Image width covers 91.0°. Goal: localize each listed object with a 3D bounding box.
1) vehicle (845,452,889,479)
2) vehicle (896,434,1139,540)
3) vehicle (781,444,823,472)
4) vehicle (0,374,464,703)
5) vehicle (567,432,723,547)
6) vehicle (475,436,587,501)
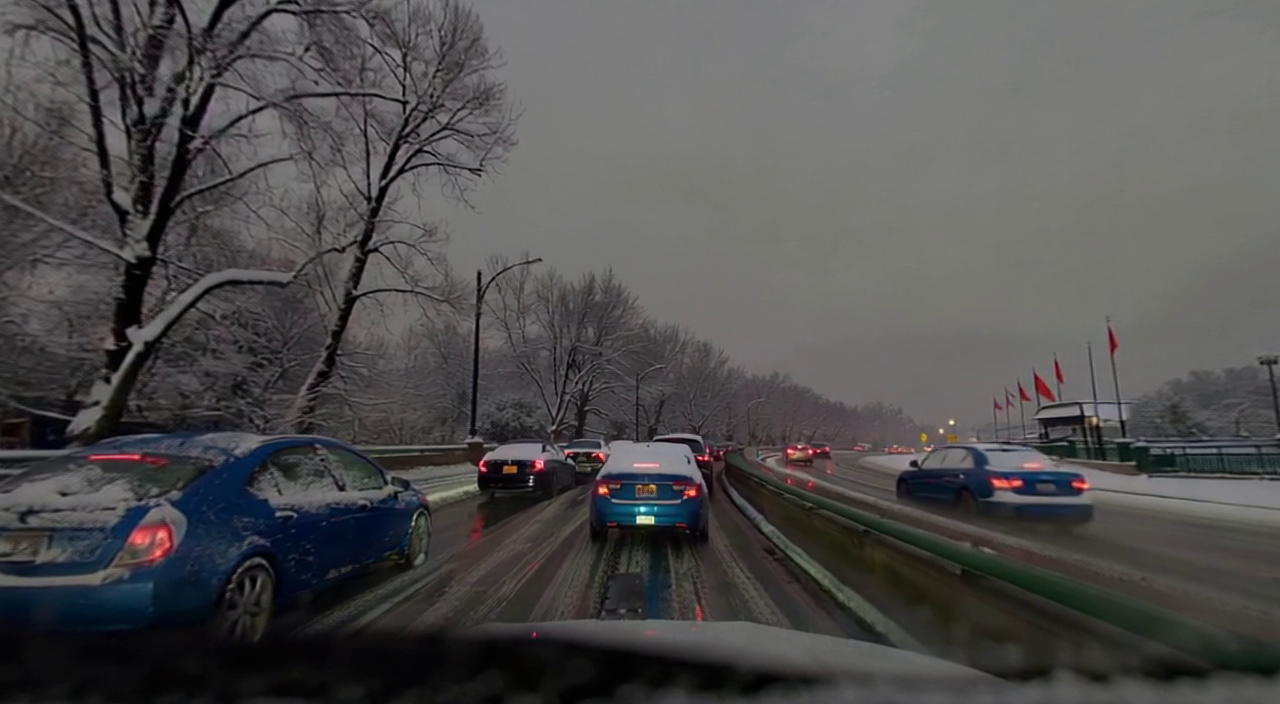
[{"bbox_3d":[14.072,7.025,39.211,1.749,1.481,3.808,-1,-9,8],"label":"vehicle"},{"bbox_3d":[6.844,2.461,12.194,2.011,1.610,4.568,0,-9,2],"label":"vehicle"},{"bbox_3d":[9.678,6.357,37.888,1.944,1.544,4.301,-1,-9,8],"label":"vehicle"},{"bbox_3d":[-3.118,1.235,5.001,1.988,1.635,4.260,0,-9,3],"label":"vehicle"},{"bbox_3d":[0.204,2.173,10.658,2.090,1.506,4.276,0,-9,4],"label":"vehicle"},{"bbox_3d":[-2.853,3.178,17.632,1.974,1.549,4.603,0,-9,5],"label":"vehicle"}]
